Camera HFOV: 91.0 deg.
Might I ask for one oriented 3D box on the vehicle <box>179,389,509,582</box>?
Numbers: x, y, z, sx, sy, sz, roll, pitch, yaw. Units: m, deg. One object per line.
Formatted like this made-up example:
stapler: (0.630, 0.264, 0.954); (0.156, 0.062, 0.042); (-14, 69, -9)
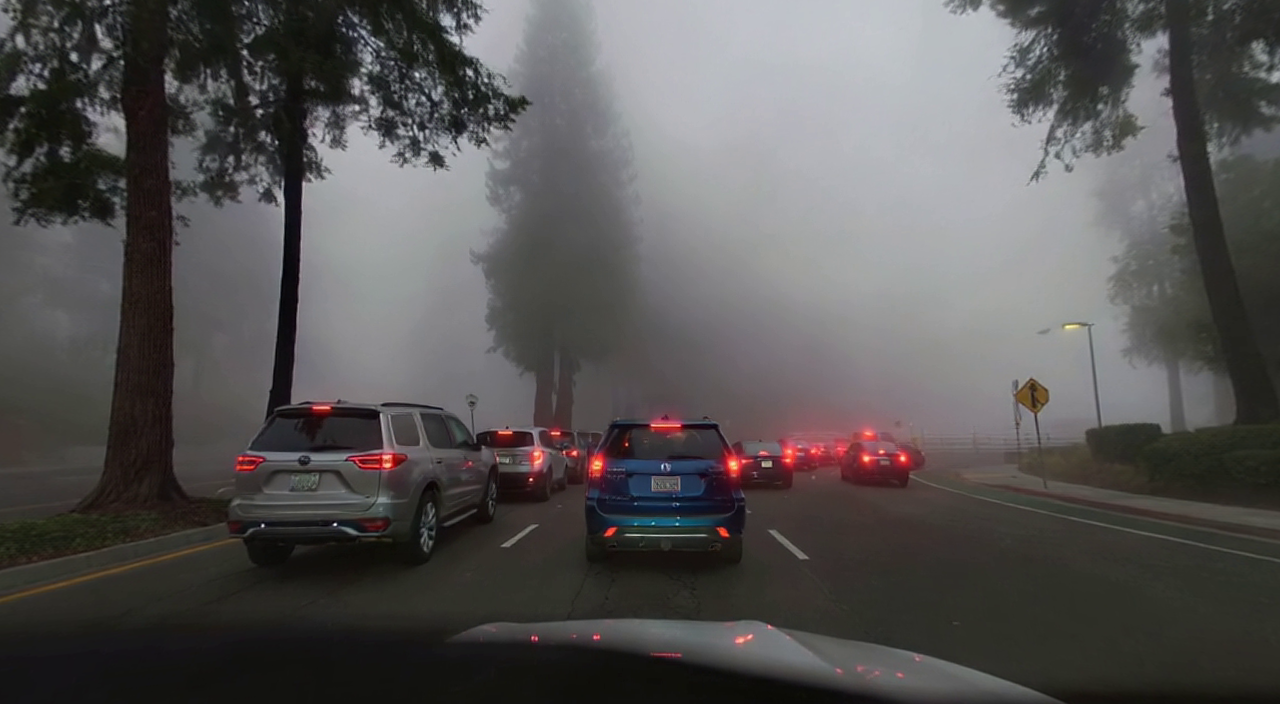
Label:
vehicle: (-3.251, 1.579, 8.186); (2.085, 1.812, 4.388); (0, -8, 1)

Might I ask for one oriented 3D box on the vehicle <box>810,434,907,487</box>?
vehicle: (7.249, 3.627, 21.363); (2.067, 1.599, 4.251); (-1, -8, 5)

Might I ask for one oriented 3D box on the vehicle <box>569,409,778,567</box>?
vehicle: (0.378, 1.748, 8.780); (2.189, 1.649, 4.171); (0, -8, 1)
